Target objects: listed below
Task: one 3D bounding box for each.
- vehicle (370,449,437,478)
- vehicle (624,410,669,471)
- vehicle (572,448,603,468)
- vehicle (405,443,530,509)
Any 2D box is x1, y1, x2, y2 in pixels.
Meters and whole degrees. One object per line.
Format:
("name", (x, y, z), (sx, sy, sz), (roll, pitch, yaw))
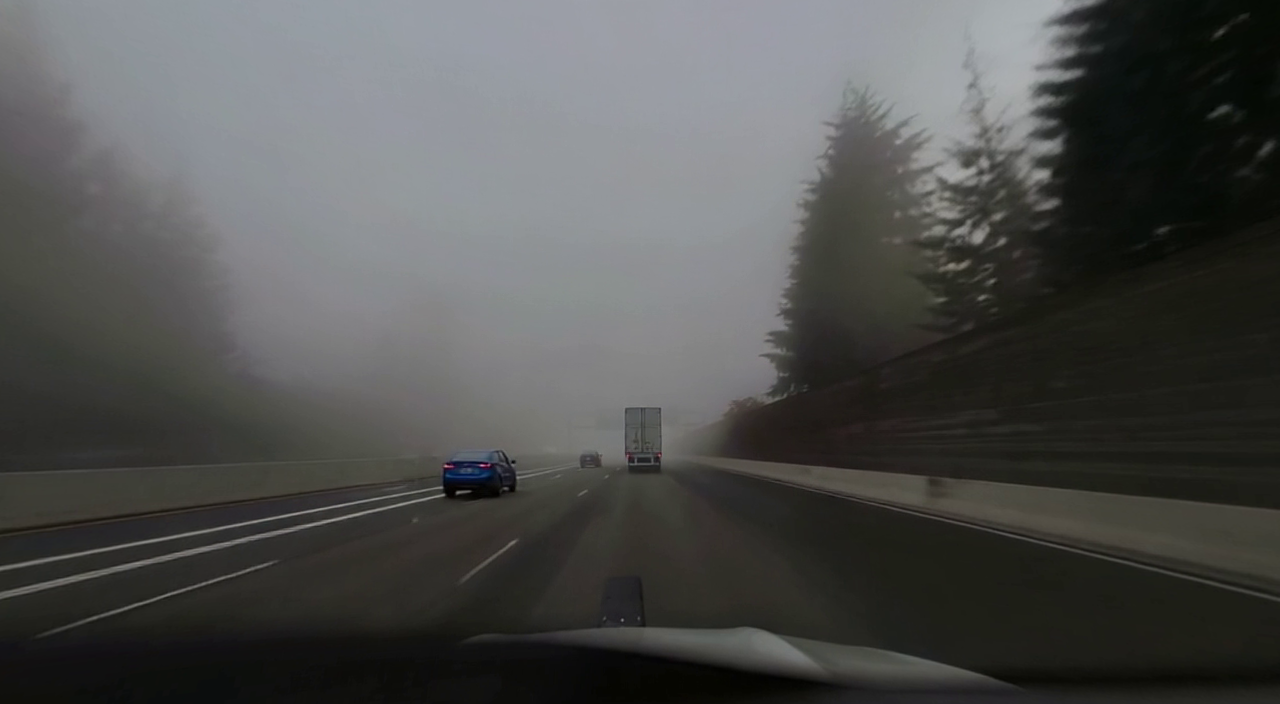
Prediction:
("vehicle", (-12.884, 6.071, 34.620), (1.992, 1.498, 4.289), (0, -9, 0))
("vehicle", (0.491, 6.768, 47.807), (2.980, 4.051, 10.359), (0, -9, 1))
("vehicle", (-4.071, 8.235, 49.159), (1.974, 1.531, 4.429), (0, -9, 1))
("vehicle", (-4.387, 3.214, 16.875), (1.977, 1.478, 4.702), (0, -9, 0))
